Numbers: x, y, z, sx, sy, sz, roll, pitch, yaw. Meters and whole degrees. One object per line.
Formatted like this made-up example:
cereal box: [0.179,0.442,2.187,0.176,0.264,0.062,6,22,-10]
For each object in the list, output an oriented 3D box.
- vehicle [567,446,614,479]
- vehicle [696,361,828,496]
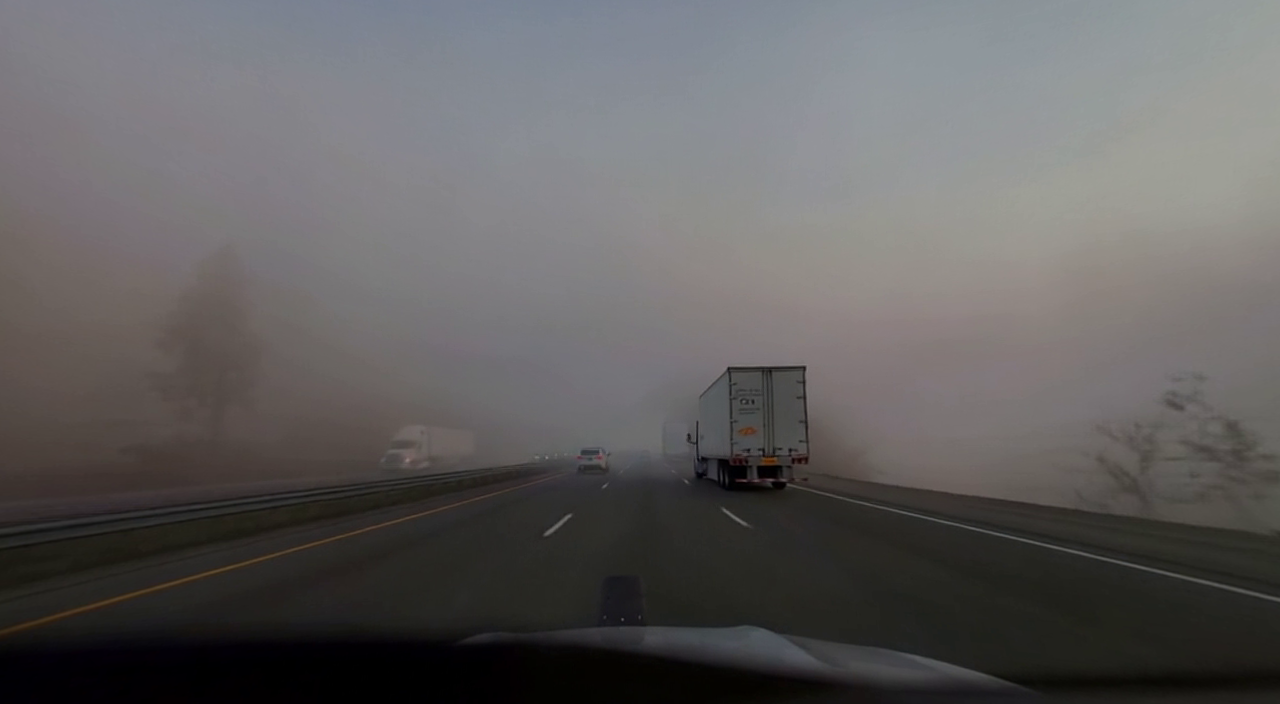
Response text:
vehicle: [-2.862,6.494,37.403,2.291,1.788,4.825,0,-9,1]
vehicle: [4.473,3.491,27.072,2.826,4.269,14.176,0,-9,0]
